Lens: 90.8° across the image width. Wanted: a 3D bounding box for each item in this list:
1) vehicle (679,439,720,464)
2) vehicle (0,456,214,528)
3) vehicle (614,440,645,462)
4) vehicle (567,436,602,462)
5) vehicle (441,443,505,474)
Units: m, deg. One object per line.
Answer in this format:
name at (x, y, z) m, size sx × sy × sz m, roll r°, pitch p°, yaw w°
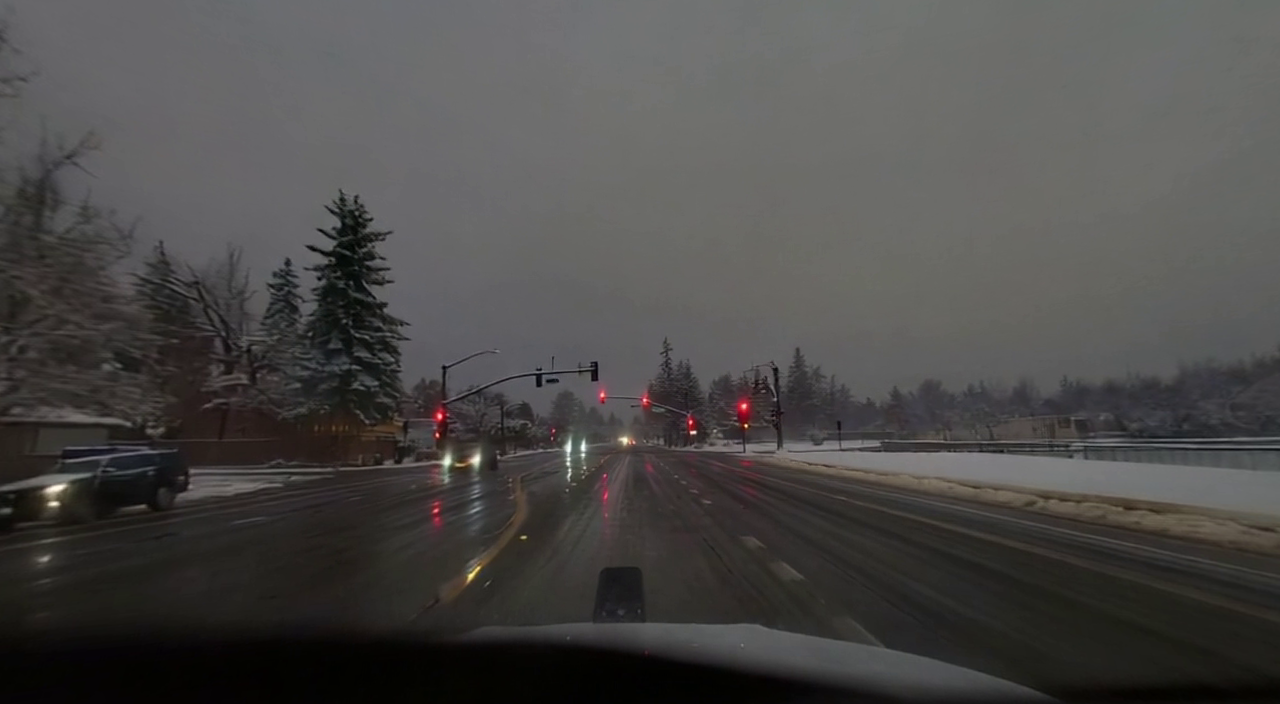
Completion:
vehicle at (3.762, 6.427, 40.794) m, size 2.133 × 1.494 × 4.265 m, roll 0°, pitch -8°, yaw -2°
vehicle at (-13.315, 3.397, 15.883) m, size 1.992 × 1.453 × 4.439 m, roll 0°, pitch -8°, yaw 2°
vehicle at (-0.664, 7.005, 44.812) m, size 2.075 × 1.449 × 4.006 m, roll 0°, pitch -8°, yaw 1°
vehicle at (-4.039, 7.158, 46.656) m, size 2.066 × 1.756 × 4.422 m, roll 0°, pitch -8°, yaw 2°
vehicle at (-8.695, 5.585, 33.349) m, size 2.030 × 1.495 × 4.570 m, roll 0°, pitch -8°, yaw 2°
